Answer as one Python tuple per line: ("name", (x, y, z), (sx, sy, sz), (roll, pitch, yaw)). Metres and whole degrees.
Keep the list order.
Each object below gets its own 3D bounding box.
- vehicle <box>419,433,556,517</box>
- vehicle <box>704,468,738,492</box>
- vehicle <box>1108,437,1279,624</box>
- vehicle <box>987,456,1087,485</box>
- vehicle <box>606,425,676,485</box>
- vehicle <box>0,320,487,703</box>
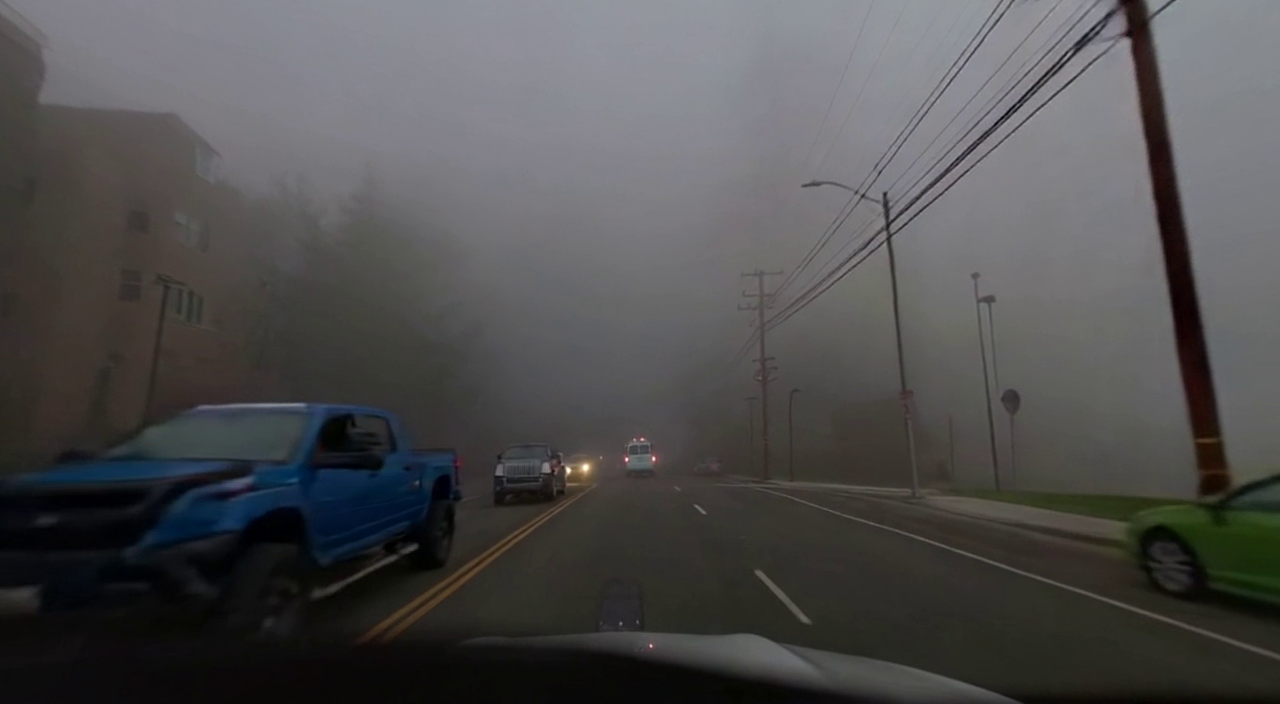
("vehicle", (-3.033, 2.530, 13.510), (1.893, 1.518, 4.024), (0, -8, 0))
("vehicle", (6.217, 9.882, 49.144), (2.023, 1.611, 4.614), (0, -9, 0))
("vehicle", (6.132, 1.341, 4.445), (1.943, 1.490, 4.783), (0, -8, -1))
("vehicle", (21.937, 6.540, 35.011), (4.262, 1.474, 1.929), (0, -8, -3))
("vehicle", (0.074, 3.790, 23.116), (2.308, 1.940, 4.125), (-1, -10, 1))
("vehicle", (-2.910, 1.146, 4.950), (2.178, 1.861, 4.920), (0, -8, 0))
